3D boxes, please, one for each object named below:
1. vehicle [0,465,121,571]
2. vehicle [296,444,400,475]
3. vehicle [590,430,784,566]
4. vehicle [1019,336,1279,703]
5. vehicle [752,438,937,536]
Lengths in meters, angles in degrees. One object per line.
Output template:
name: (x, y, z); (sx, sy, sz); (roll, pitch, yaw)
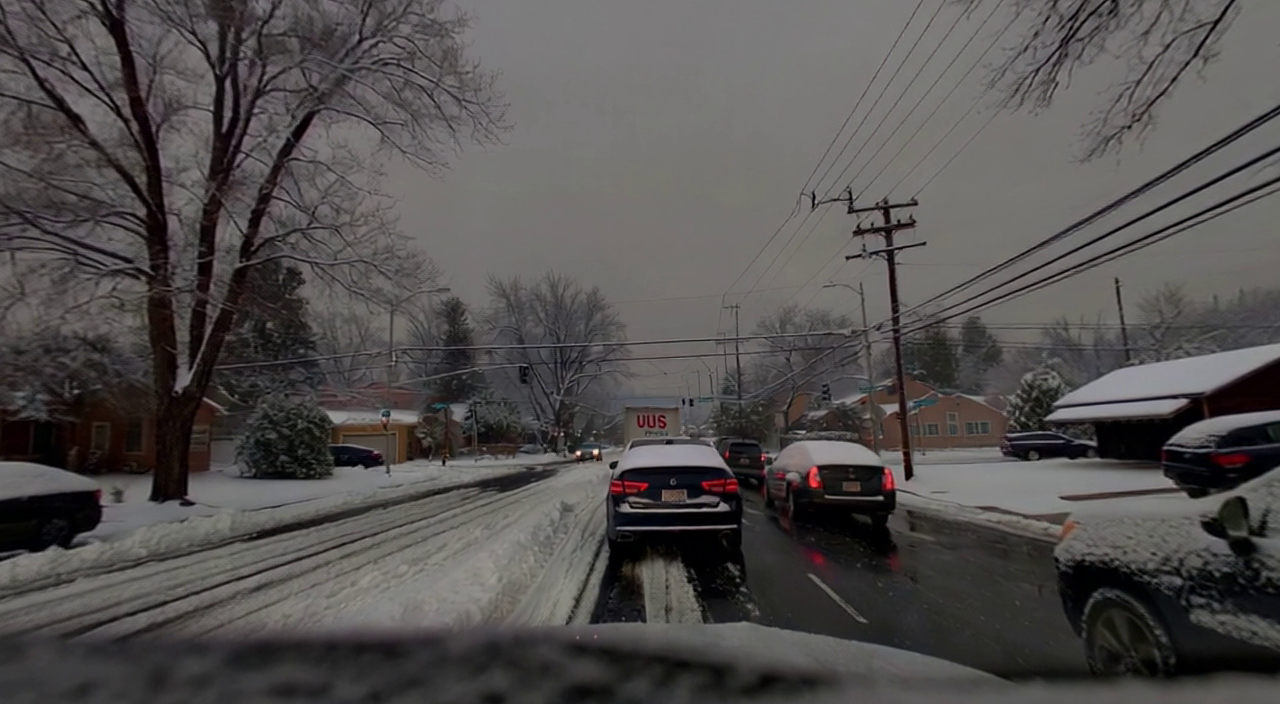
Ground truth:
vehicle: (-10.344, 2.415, 8.858); (1.925, 1.482, 4.753); (0, -8, 1)
vehicle: (-17.469, 6.435, 37.676); (5.274, 1.793, 1.921); (0, -8, 2)
vehicle: (0.524, 1.965, 9.273); (2.158, 1.499, 4.377); (0, -8, 0)
vehicle: (3.315, 0.675, 1.336); (2.069, 1.722, 4.888); (0, -8, 2)
vehicle: (3.546, 2.411, 11.928); (1.993, 1.479, 4.487); (0, -8, 0)
